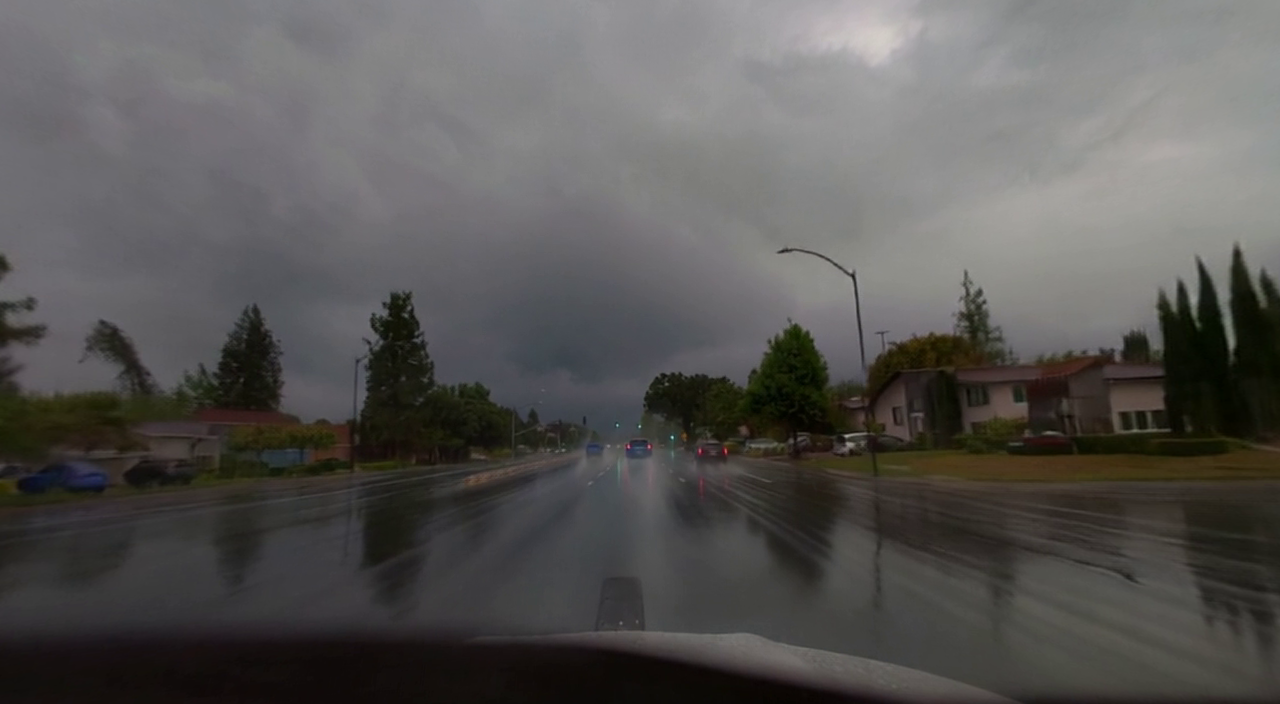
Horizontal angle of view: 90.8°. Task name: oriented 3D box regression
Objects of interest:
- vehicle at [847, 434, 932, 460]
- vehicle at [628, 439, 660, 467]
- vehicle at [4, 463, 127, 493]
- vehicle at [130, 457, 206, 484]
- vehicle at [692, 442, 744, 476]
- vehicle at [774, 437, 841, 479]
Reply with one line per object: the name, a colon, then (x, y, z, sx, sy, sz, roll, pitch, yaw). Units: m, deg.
vehicle: (15.488, 5.921, 39.383, 4.491, 1.593, 1.884, -1, -8, 3)
vehicle: (0.192, 6.757, 42.475, 2.043, 1.734, 4.253, 0, -8, -1)
vehicle: (-29.771, 6.515, 32.822, 4.450, 1.421, 1.932, 0, -8, 0)
vehicle: (-29.971, 7.514, 40.269, 1.806, 1.476, 3.985, 0, -8, -2)
vehicle: (3.530, 4.899, 29.227, 1.830, 1.451, 4.009, 0, -8, -1)
vehicle: (7.685, 4.892, 29.418, 1.933, 1.759, 3.900, 0, -8, -2)
